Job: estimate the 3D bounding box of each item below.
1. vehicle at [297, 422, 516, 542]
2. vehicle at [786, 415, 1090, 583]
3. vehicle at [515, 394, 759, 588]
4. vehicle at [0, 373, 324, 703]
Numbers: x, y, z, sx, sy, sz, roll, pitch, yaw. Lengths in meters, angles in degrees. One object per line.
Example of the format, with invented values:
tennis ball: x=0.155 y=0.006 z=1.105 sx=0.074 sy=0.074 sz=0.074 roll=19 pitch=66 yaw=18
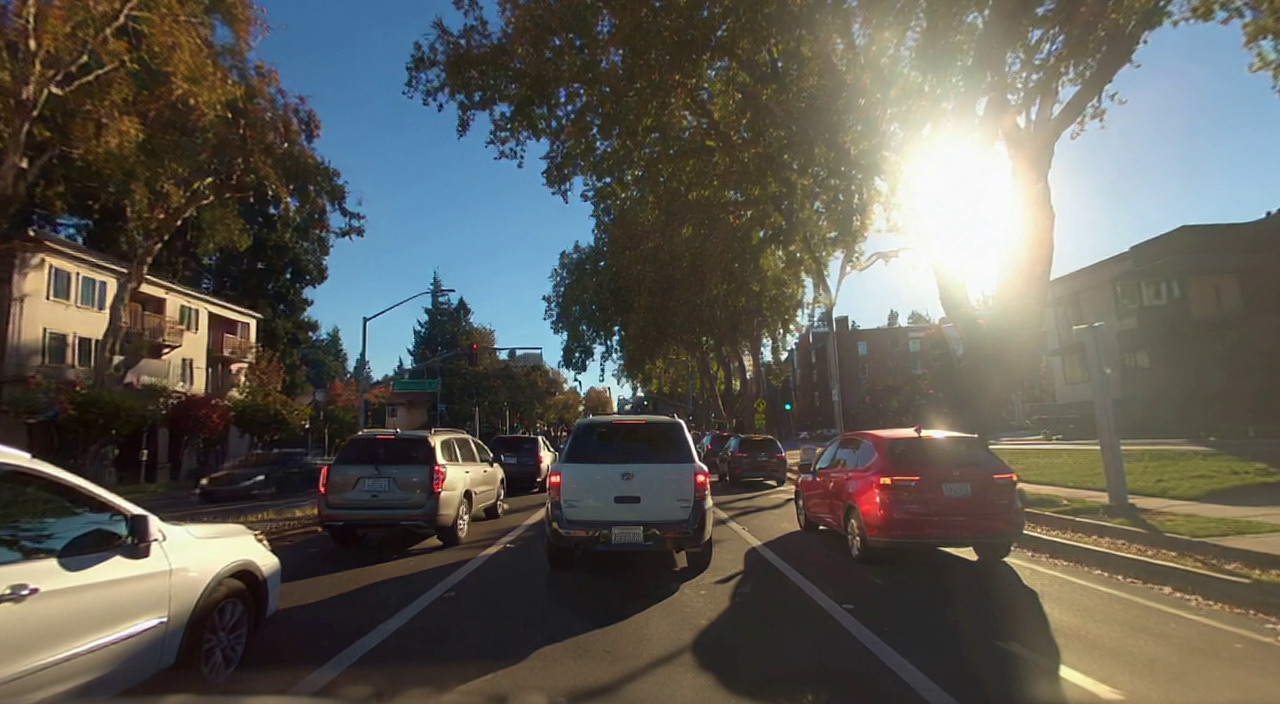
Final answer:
vehicle: x=-3.656 y=2.116 z=10.918 sx=2.042 sy=1.641 sz=4.314 roll=0 pitch=-8 yaw=1
vehicle: x=3.261 y=1.666 z=7.865 sx=1.922 sy=1.579 sz=3.642 roll=0 pitch=-8 yaw=-1
vehicle: x=-0.011 y=1.551 z=7.781 sx=2.193 sy=1.744 sz=4.033 roll=0 pitch=-8 yaw=0
vehicle: x=-3.781 y=0.996 z=3.304 sx=1.929 sy=1.641 sz=4.193 roll=0 pitch=-8 yaw=2
